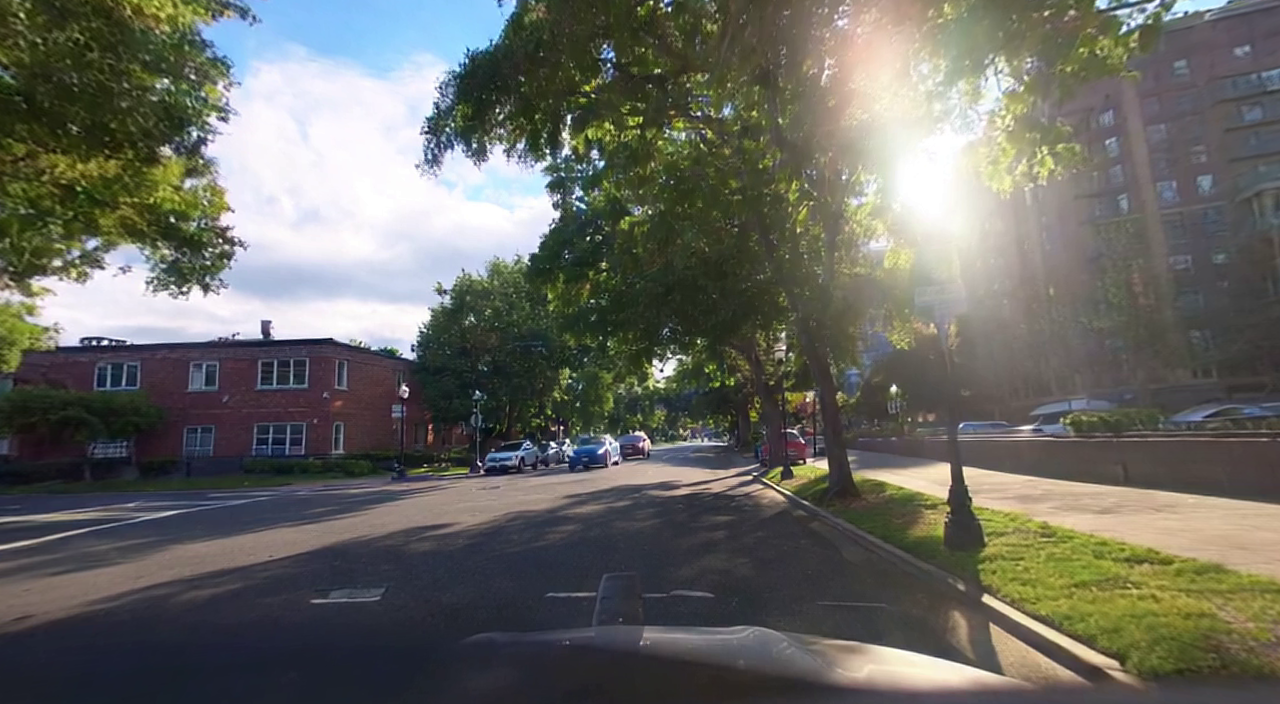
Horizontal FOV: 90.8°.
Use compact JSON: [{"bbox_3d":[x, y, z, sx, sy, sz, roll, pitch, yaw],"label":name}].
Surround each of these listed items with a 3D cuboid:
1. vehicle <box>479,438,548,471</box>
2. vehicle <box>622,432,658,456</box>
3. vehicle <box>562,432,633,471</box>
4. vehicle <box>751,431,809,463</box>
[{"bbox_3d":[-5.984,4.935,30.485,1.968,1.443,4.358,-1,-9,6],"label":"vehicle"},{"bbox_3d":[0.065,6.700,46.055,2.110,1.651,4.410,-1,-9,7],"label":"vehicle"},{"bbox_3d":[-1.656,4.163,26.534,2.056,1.508,4.596,-1,-9,8],"label":"vehicle"},{"bbox_3d":[6.778,4.640,31.065,1.918,1.461,4.419,-1,-8,1],"label":"vehicle"}]
